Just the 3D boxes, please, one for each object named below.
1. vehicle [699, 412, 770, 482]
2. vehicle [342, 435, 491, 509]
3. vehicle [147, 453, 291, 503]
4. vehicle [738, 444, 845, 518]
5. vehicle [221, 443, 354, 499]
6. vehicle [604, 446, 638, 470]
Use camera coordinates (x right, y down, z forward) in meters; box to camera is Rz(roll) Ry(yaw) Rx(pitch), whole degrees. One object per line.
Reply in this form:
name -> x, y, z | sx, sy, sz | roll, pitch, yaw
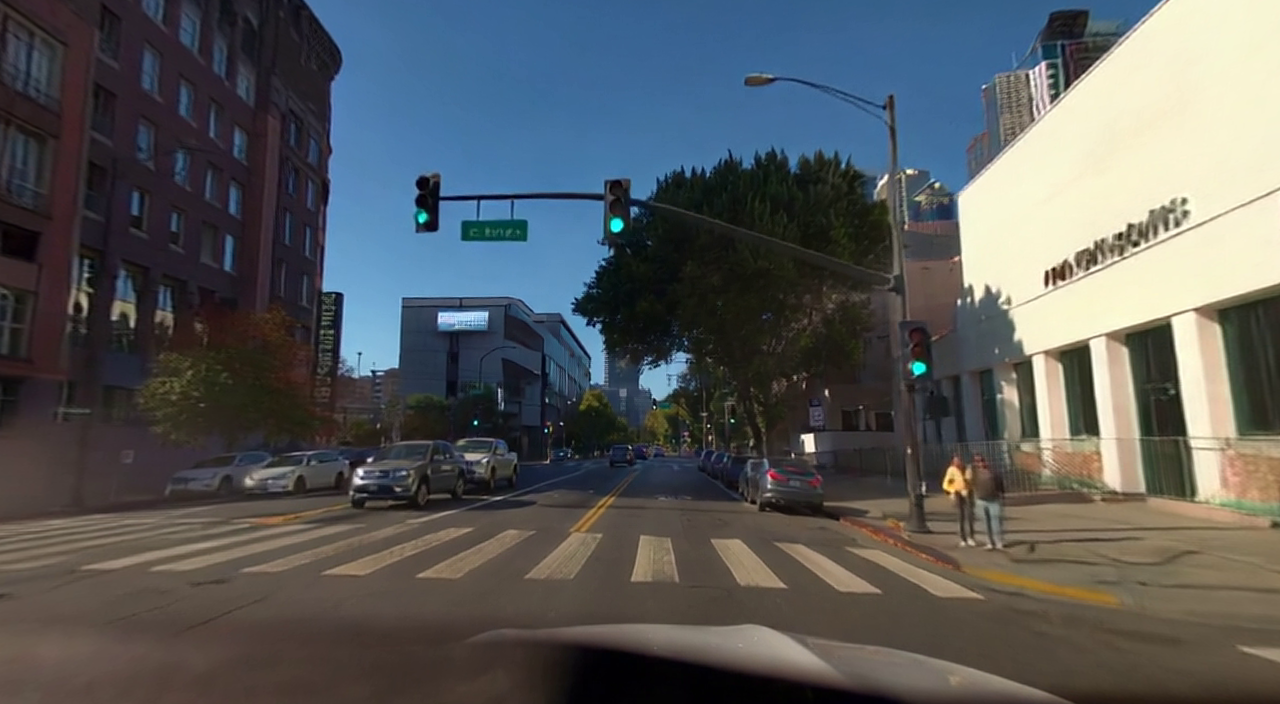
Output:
vehicle -> 5.054, 5.316, 35.350 | 2.989, 3.455, 7.975 | 0, -8, 2
vehicle -> -5.260, 2.865, 15.538 | 1.942, 1.559, 4.298 | 0, -8, 2
vehicle -> -14.199, 4.230, 21.626 | 2.012, 1.476, 4.284 | 0, -8, 0
vehicle -> 4.001, 3.439, 17.342 | 1.924, 1.765, 3.954 | 0, -9, 0
vehicle -> -11.335, 3.810, 20.665 | 1.933, 1.628, 3.973 | 0, -8, 2
vehicle -> -1.193, 6.966, 41.718 | 1.973, 1.496, 3.713 | 0, -8, 2
